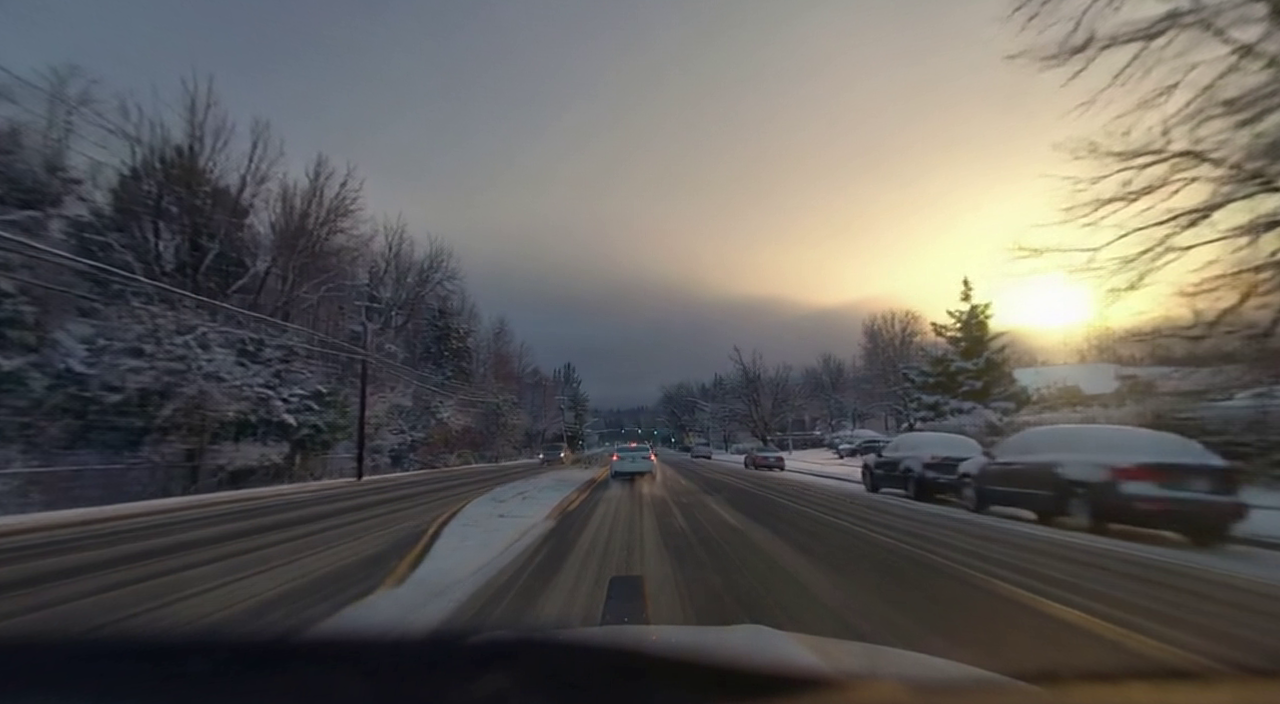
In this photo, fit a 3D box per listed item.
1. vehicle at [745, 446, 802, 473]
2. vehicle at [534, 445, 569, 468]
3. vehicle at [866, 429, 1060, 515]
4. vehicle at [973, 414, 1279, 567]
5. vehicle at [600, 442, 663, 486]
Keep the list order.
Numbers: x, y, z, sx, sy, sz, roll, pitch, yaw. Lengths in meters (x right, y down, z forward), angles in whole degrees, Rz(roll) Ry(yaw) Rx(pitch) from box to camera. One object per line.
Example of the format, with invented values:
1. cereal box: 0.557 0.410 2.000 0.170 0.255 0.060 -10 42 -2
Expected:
1. vehicle: 7.766 6.310 37.158 2.131 1.474 4.752 0 -9 -2
2. vehicle: -6.790 8.077 48.886 2.083 1.646 4.293 0 -9 1
3. vehicle: 7.725 2.910 15.857 2.064 1.792 5.053 0 -9 -2
4. vehicle: 7.894 2.043 10.139 2.185 1.818 5.038 0 -9 -2
5. vehicle: -0.306 4.122 23.493 2.099 1.470 4.302 0 -9 0
